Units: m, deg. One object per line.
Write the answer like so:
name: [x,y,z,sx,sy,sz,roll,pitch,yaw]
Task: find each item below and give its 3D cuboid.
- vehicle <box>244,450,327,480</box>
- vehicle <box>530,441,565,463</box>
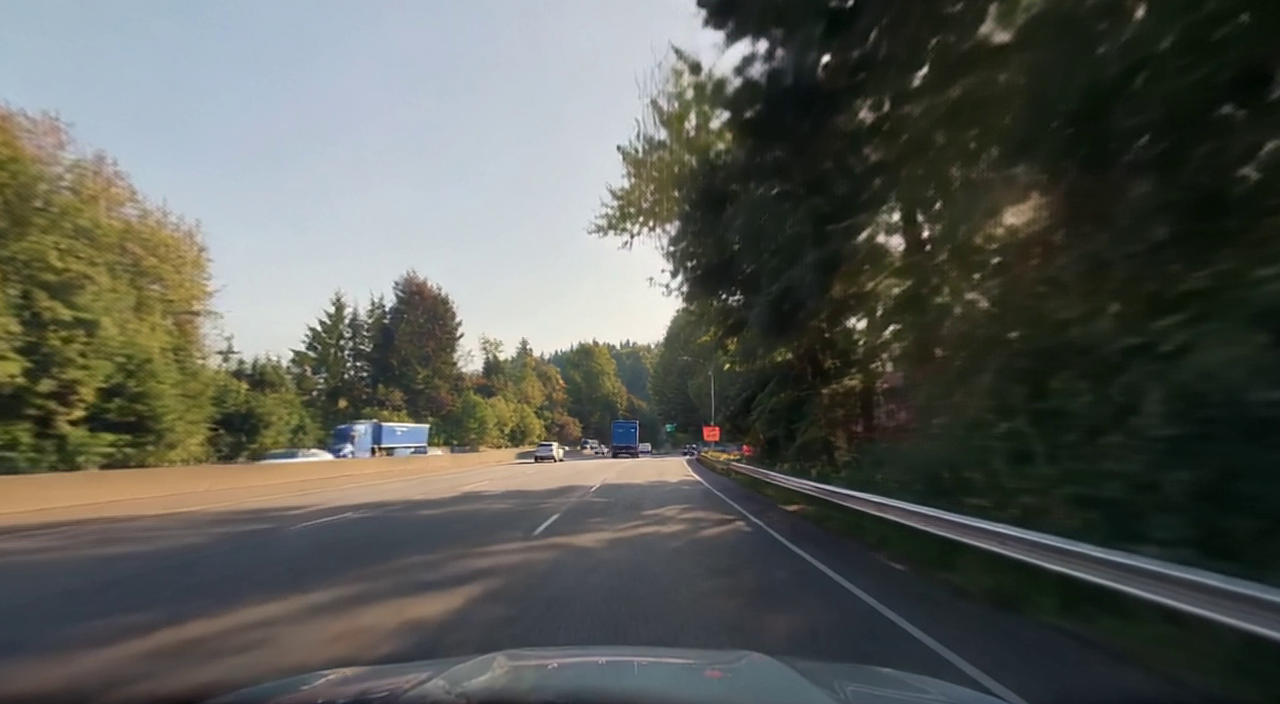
vehicle: [-18.616,5.937,33.307,1.848,1.421,4.190,0,-9,2]
vehicle: [-6.869,7.464,47.064,1.893,1.566,4.051,-1,-9,2]
